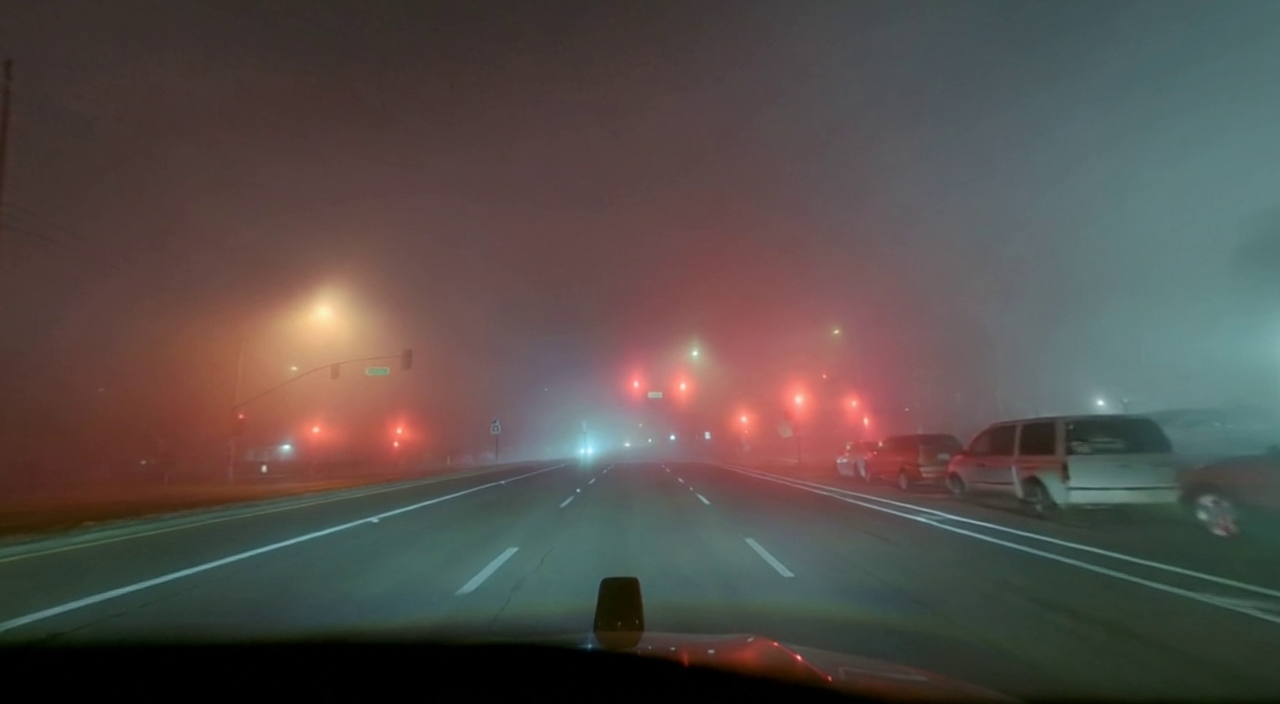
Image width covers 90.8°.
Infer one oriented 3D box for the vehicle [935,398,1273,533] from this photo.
[{"bbox_3d":[7.756,1.984,11.569,2.130,1.877,5.334,0,-8,0],"label":"vehicle"}]
